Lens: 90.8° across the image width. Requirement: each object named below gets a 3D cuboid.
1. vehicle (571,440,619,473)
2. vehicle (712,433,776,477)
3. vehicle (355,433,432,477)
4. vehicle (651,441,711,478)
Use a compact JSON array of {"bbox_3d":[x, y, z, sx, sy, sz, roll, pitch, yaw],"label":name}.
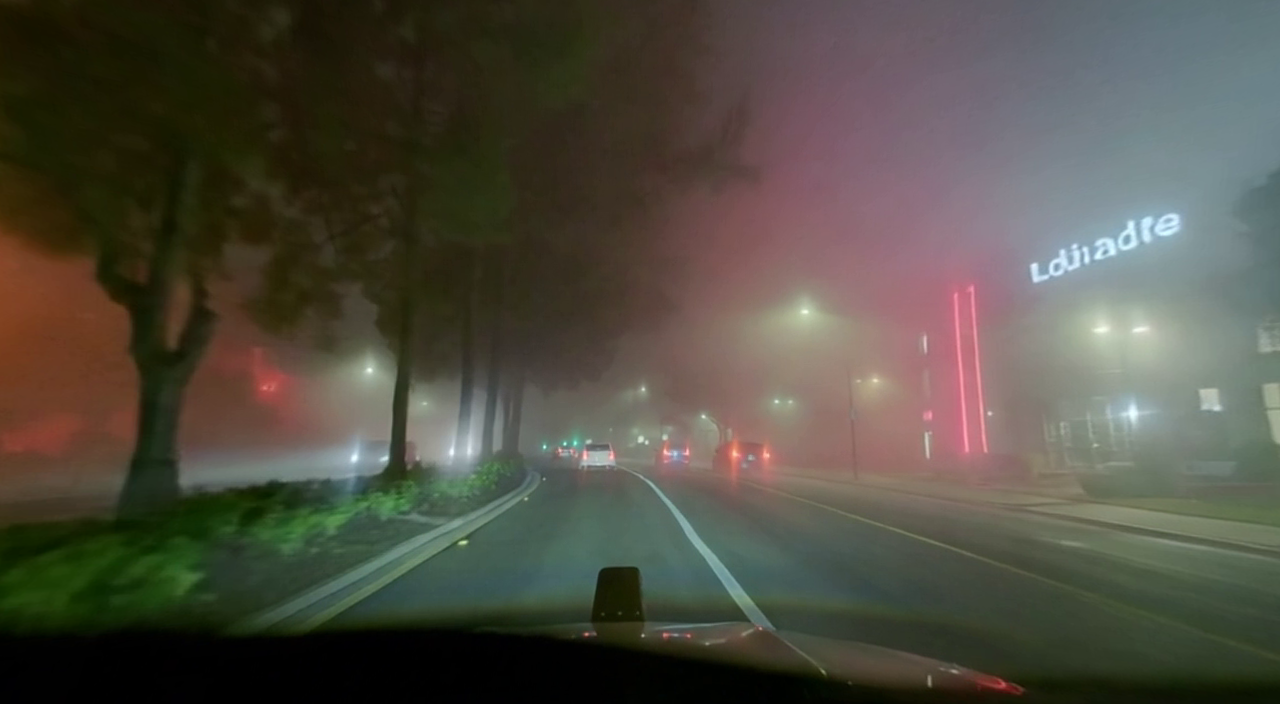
[{"bbox_3d":[-2.173,4.946,30.035,2.101,1.444,4.248,1,-9,-4],"label":"vehicle"},{"bbox_3d":[5.105,5.138,31.703,2.052,1.990,4.736,1,-9,-5],"label":"vehicle"},{"bbox_3d":[-11.512,4.833,29.824,2.166,1.867,4.459,1,-9,-5],"label":"vehicle"},{"bbox_3d":[1.699,4.672,27.721,1.993,1.477,4.240,1,-9,-5],"label":"vehicle"}]
